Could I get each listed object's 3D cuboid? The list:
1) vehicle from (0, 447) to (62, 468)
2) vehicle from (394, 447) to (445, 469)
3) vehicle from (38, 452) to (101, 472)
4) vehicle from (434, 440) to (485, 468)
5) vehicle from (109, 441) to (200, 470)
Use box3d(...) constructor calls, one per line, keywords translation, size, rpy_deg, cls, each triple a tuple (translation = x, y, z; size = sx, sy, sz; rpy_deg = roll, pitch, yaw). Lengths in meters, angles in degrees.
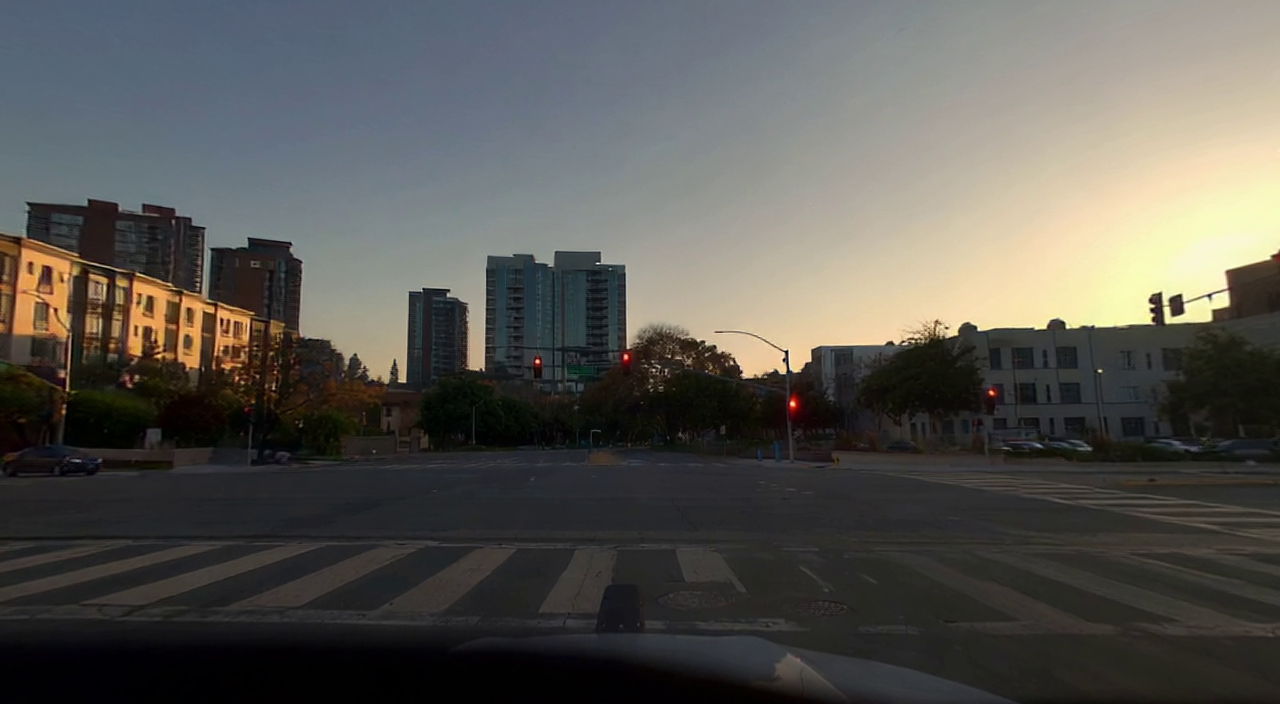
box3d(translation=(-45.300, 7.764, 46.560), size=(1.858, 1.467, 3.624), rpy_deg=(0, -8, 0), cls="vehicle")
box3d(translation=(-15.558, 7.453, 44.795), size=(2.056, 1.450, 4.343), rpy_deg=(0, -8, 0), cls="vehicle")
box3d(translation=(-41.637, 8.019, 46.184), size=(1.552, 1.339, 3.340), rpy_deg=(-2, -9, -1), cls="vehicle")
box3d(translation=(-12.000, 6.803, 42.311), size=(2.080, 1.763, 4.341), rpy_deg=(0, -8, 0), cls="vehicle")
box3d(translation=(-34.956, 7.427, 45.710), size=(2.204, 1.955, 5.518), rpy_deg=(0, -8, 0), cls="vehicle")
